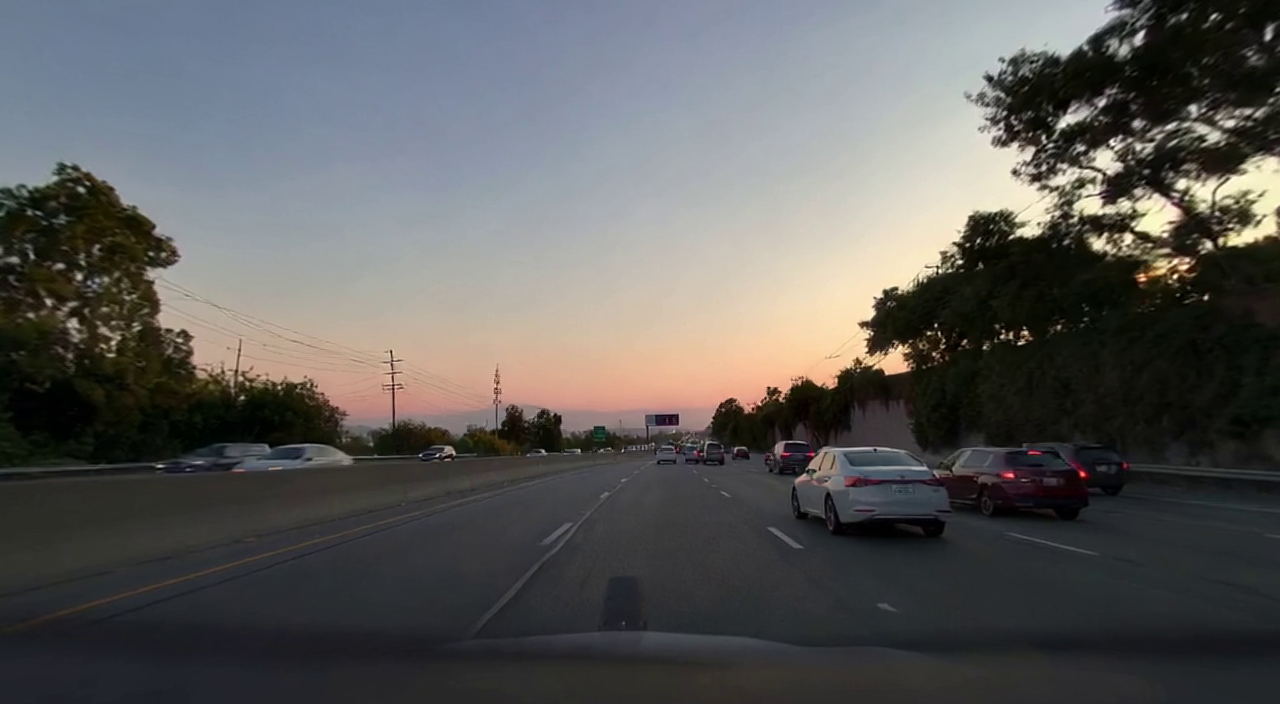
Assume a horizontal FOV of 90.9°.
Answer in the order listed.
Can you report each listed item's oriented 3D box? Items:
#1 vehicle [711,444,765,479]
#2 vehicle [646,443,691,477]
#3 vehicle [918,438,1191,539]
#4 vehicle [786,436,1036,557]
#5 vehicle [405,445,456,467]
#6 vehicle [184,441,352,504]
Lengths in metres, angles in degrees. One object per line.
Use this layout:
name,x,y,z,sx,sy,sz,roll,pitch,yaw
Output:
vehicle,4.460,5.027,29.285,1.936,1.465,4.060,0,-8,2
vehicle,1.364,5.239,30.871,2.042,1.581,3.769,0,-8,2
vehicle,7.170,2.367,11.719,1.937,1.477,4.696,0,-8,1
vehicle,3.853,2.111,10.032,1.986,1.478,4.429,0,-8,0
vehicle,-15.955,7.928,48.296,2.022,1.618,4.617,-1,-8,3
vehicle,-10.017,3.241,17.452,1.906,1.508,4.232,0,-8,3
